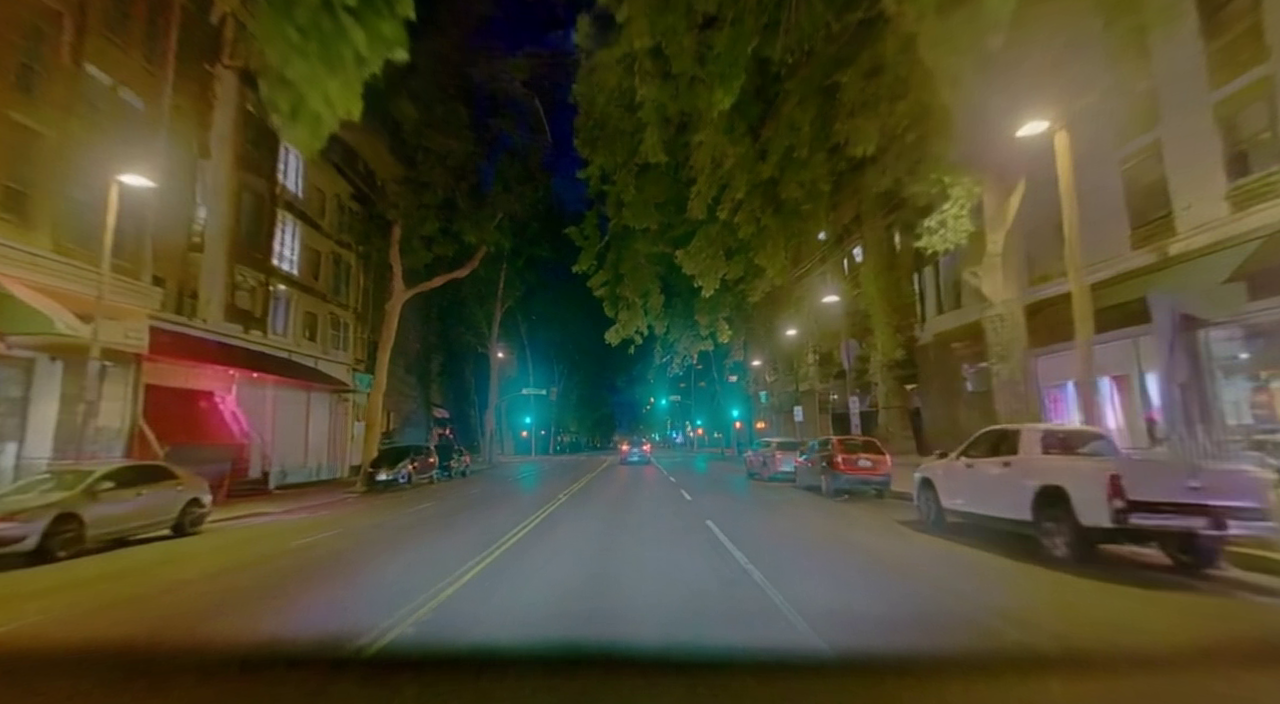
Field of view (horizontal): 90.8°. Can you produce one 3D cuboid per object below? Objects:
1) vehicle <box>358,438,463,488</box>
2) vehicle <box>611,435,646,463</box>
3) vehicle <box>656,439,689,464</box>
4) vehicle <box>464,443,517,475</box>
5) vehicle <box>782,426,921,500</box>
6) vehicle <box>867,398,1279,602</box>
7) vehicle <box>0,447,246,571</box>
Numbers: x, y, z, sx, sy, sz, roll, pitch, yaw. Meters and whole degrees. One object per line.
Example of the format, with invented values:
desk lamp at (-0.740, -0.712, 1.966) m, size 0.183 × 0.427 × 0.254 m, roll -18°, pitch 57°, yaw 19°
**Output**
vehicle at (-9.610, 4.706, 27.086) m, size 2.305 × 1.883 × 5.580 m, roll 0°, pitch -9°, yaw 1°
vehicle at (-0.800, 6.883, 45.059) m, size 2.301 × 1.854 × 4.919 m, roll 0°, pitch -8°, yaw 0°
vehicle at (2.120, 6.629, 42.199) m, size 1.998 × 1.580 × 4.015 m, roll 0°, pitch -8°, yaw -1°
vehicle at (-9.976, 7.172, 42.665) m, size 2.048 × 1.985 × 6.011 m, roll 0°, pitch -9°, yaw 0°
vehicle at (5.724, 3.044, 17.918) m, size 2.070 × 1.761 × 4.848 m, roll 0°, pitch -8°, yaw -3°
vehicle at (5.588, 1.794, 8.856) m, size 2.293 × 1.830 × 6.070 m, roll 0°, pitch -9°, yaw -3°
vehicle at (-10.063, 2.650, 11.778) m, size 1.988 × 1.718 × 5.661 m, roll 0°, pitch -8°, yaw -2°
